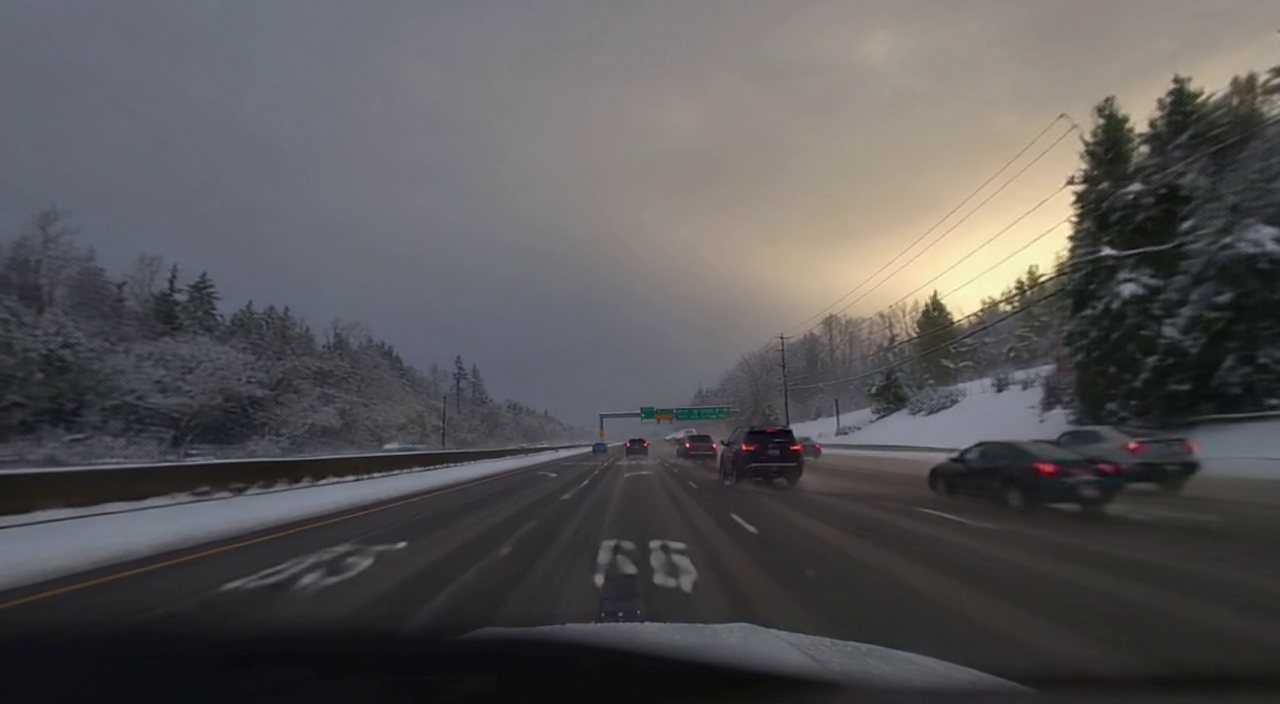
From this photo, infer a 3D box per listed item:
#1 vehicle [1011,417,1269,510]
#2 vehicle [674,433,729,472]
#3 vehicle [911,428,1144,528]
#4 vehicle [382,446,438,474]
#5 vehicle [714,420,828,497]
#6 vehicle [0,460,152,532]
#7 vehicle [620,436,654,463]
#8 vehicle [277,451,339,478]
[{"bbox_3d":[10.726,2.421,14.112,1.925,1.708,4.643,0,-8,0],"label":"vehicle"},{"bbox_3d":[3.017,5.054,31.871,2.152,1.821,4.853,0,-8,-2],"label":"vehicle"},{"bbox_3d":[6.848,2.233,11.699,1.836,1.527,3.783,0,-8,-1],"label":"vehicle"},{"bbox_3d":[-15.557,7.311,42.845,1.944,1.747,4.657,0,-8,1],"label":"vehicle"},{"bbox_3d":[3.507,2.971,17.900,2.095,1.886,4.727,0,-8,-2],"label":"vehicle"},{"bbox_3d":[-15.260,3.580,16.074,1.878,1.486,4.580,0,-8,0],"label":"vehicle"},{"bbox_3d":[-0.252,7.015,45.355,2.314,1.796,4.254,0,-8,-1],"label":"vehicle"},{"bbox_3d":[-23.015,7.799,43.843,1.912,1.694,4.479,0,-8,-1],"label":"vehicle"}]
